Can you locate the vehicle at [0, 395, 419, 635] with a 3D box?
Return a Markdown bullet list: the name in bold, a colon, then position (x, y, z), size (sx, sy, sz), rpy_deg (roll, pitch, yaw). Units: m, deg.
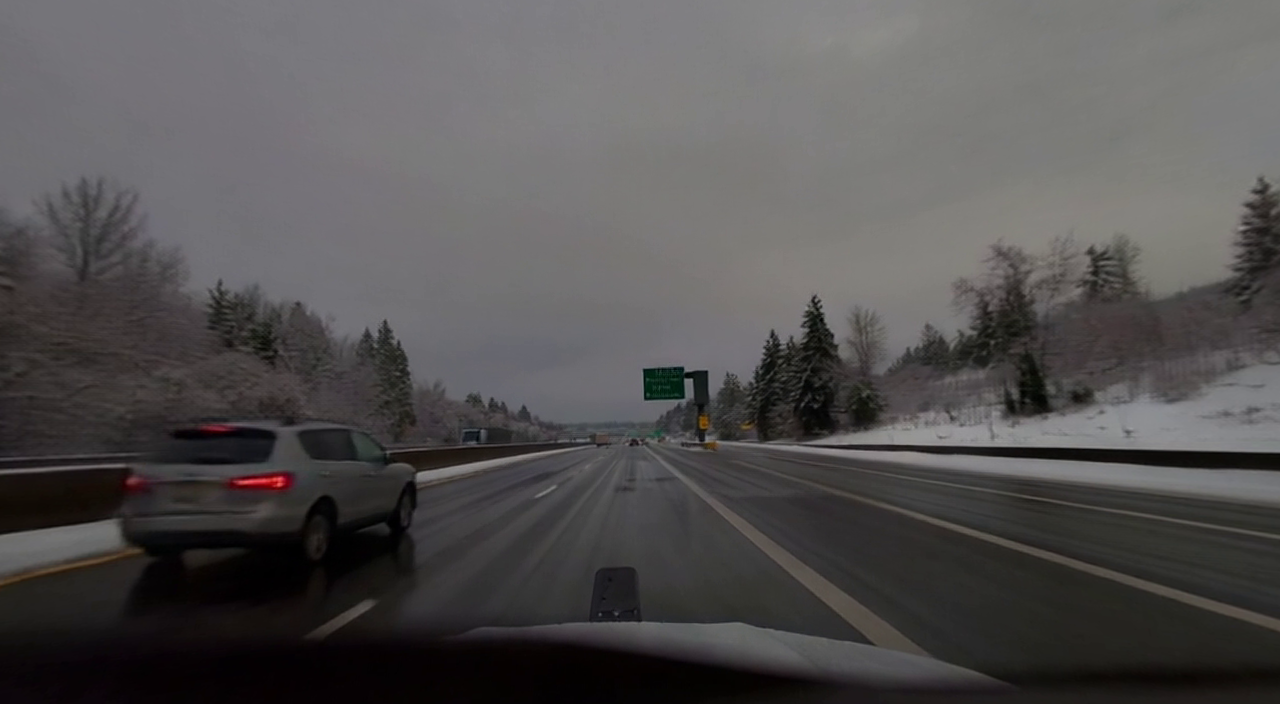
- **vehicle**: position (-4.105, 1.415, 6.548), size (2.129, 1.641, 4.263), rpy_deg (0, -8, -1)
